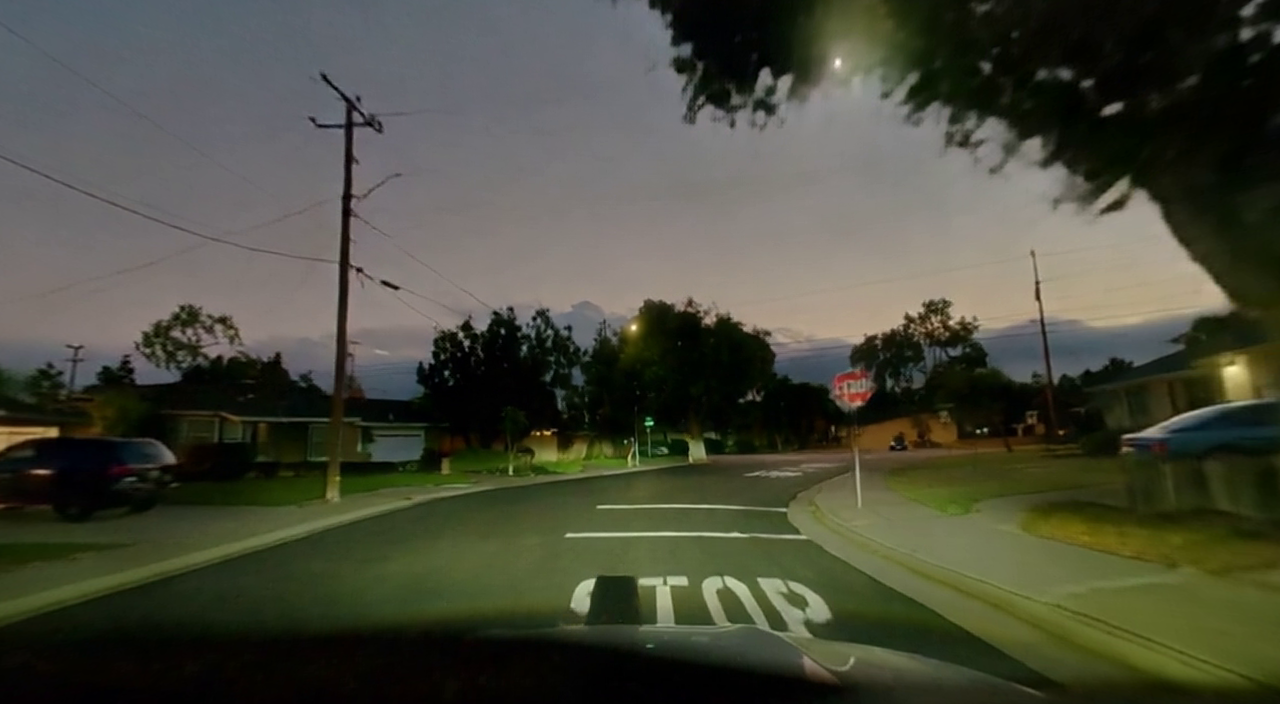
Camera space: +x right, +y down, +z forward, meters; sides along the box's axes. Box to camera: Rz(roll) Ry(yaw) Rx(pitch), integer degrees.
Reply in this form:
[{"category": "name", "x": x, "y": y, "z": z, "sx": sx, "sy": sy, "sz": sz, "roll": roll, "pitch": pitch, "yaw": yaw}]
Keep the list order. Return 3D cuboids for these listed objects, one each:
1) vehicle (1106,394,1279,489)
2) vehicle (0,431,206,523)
[{"category": "vehicle", "x": 12.277, "y": 1.791, "z": 12.630, "sx": 4.180, "sy": 1.759, "sz": 1.940, "roll": -2, "pitch": -9, "yaw": 11}, {"category": "vehicle", "x": -12.616, "y": 2.697, "z": 13.945, "sx": 4.484, "sy": 1.852, "sz": 2.009, "roll": 0, "pitch": -9, "yaw": -2}]
